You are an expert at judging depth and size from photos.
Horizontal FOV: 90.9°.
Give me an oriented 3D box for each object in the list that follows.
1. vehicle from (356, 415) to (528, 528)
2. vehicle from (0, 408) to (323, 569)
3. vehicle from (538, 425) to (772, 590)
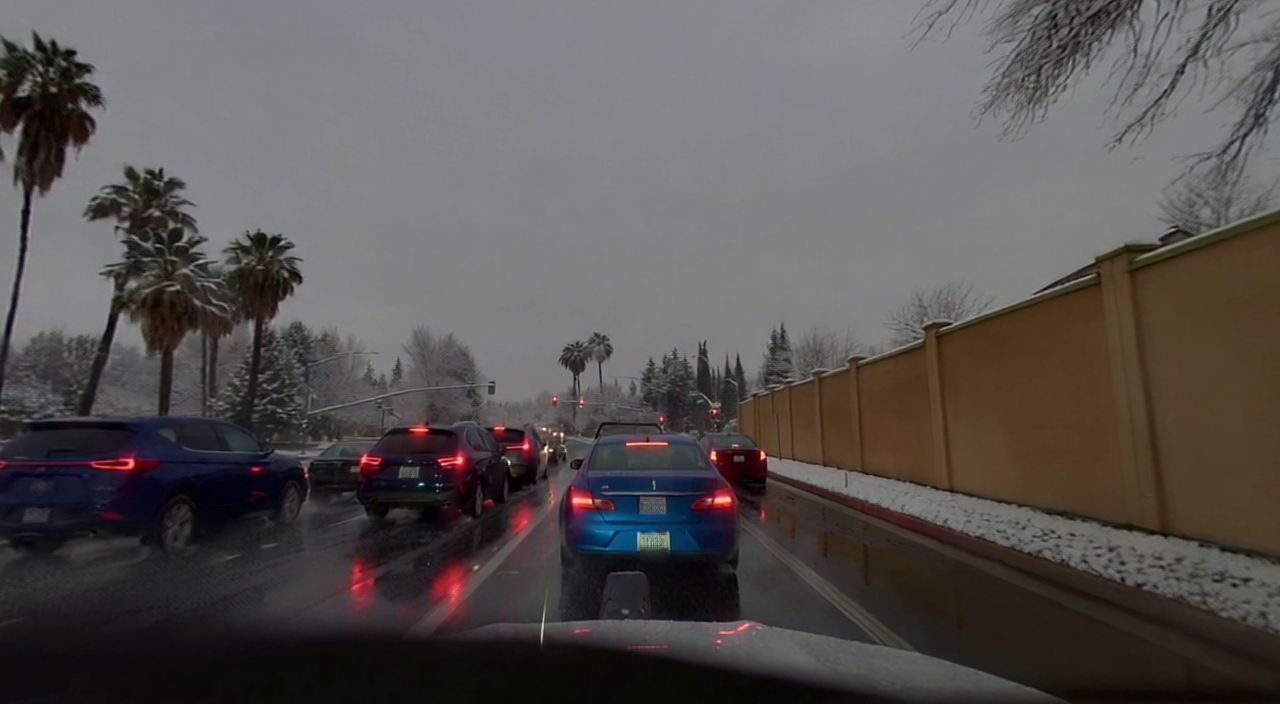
[{"bbox_3d":[-3.462,2.183,11.985,2.007,1.746,4.136,0,-8,-1],"label":"vehicle"},{"bbox_3d":[-6.681,1.808,9.109,1.963,1.721,4.467,0,-8,-2],"label":"vehicle"},{"bbox_3d":[0.064,1.736,7.951,2.128,1.473,4.272,0,-8,-2],"label":"vehicle"}]
